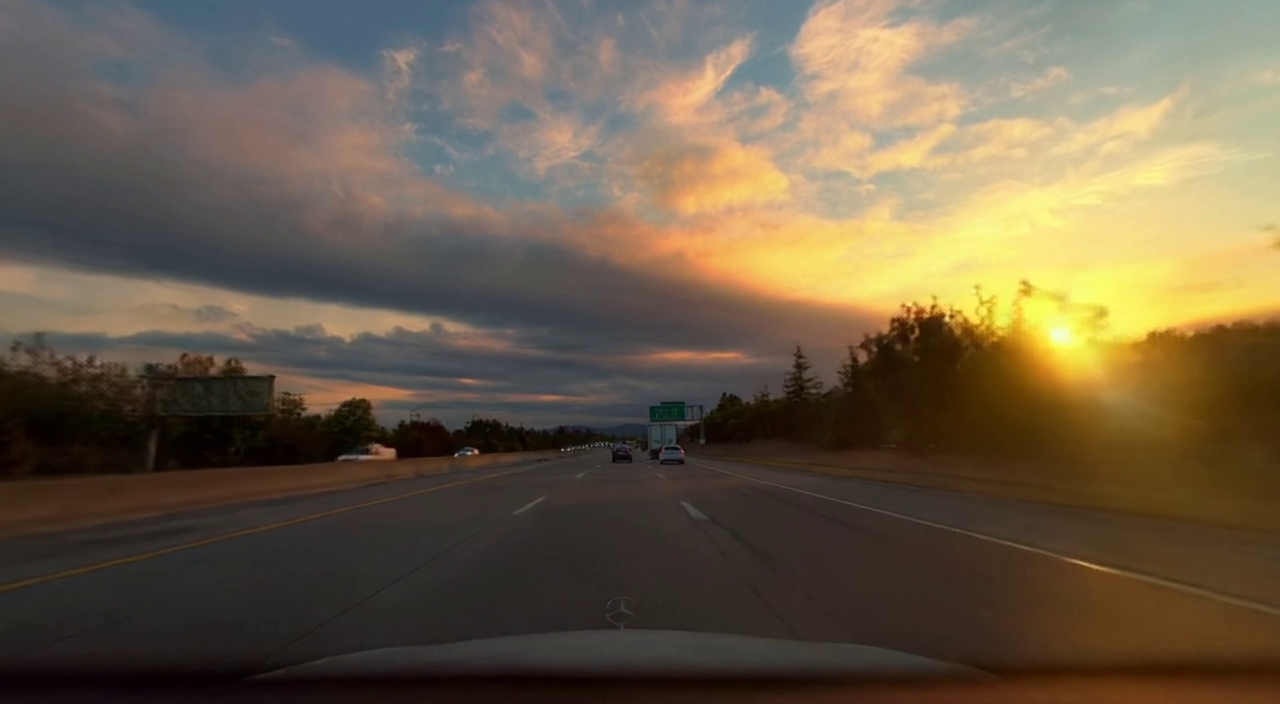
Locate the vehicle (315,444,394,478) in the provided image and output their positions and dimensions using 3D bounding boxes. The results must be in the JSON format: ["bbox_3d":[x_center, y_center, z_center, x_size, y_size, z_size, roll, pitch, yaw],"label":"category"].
[{"bbox_3d":[-14.470,5.550,32.298,1.941,1.588,4.536,0,-9,-1],"label":"vehicle"}]

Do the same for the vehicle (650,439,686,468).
[{"bbox_3d":[1.917,7.115,44.471,2.139,1.925,4.312,0,-9,-3],"label":"vehicle"}]

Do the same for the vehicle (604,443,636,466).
[{"bbox_3d":[-1.403,7.390,45.540,2.173,1.598,4.293,0,-9,-1],"label":"vehicle"}]
